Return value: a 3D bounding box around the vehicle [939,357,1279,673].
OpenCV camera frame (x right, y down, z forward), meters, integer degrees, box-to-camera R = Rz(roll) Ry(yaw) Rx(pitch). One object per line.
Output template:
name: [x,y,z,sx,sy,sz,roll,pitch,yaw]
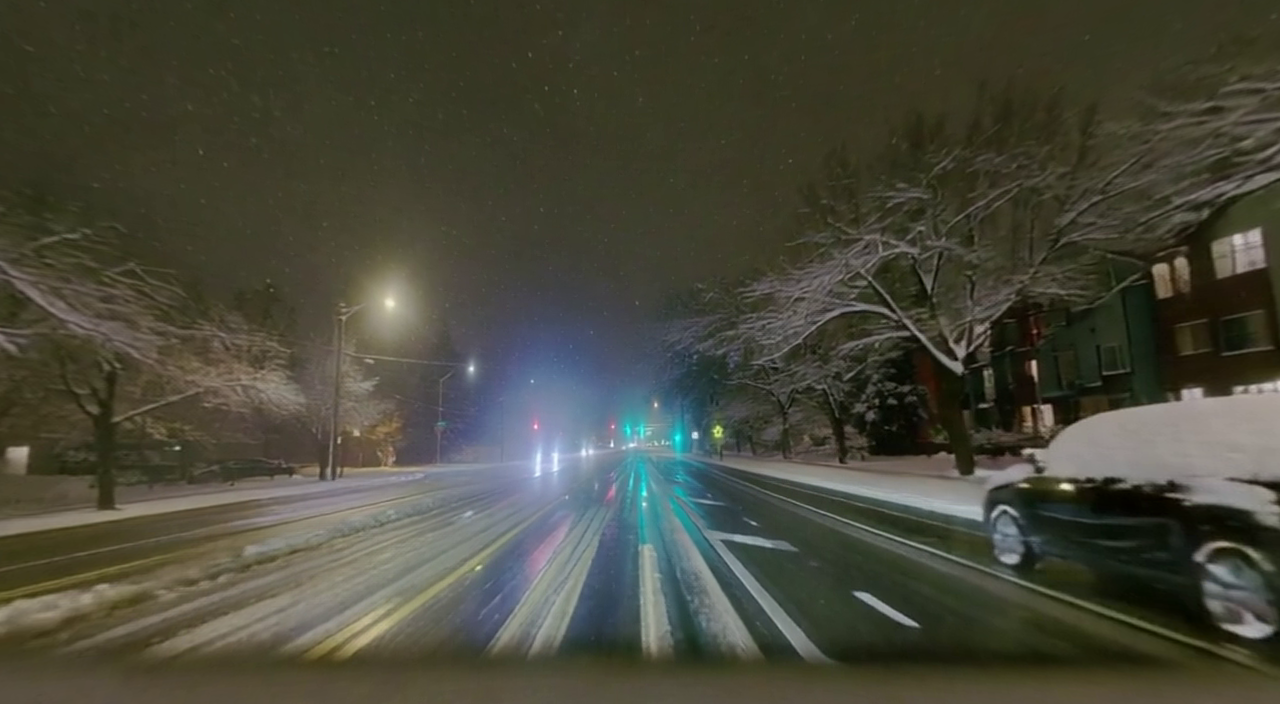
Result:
vehicle: [4.830,1.188,5.264,2.115,1.843,5.141,0,-8,0]
